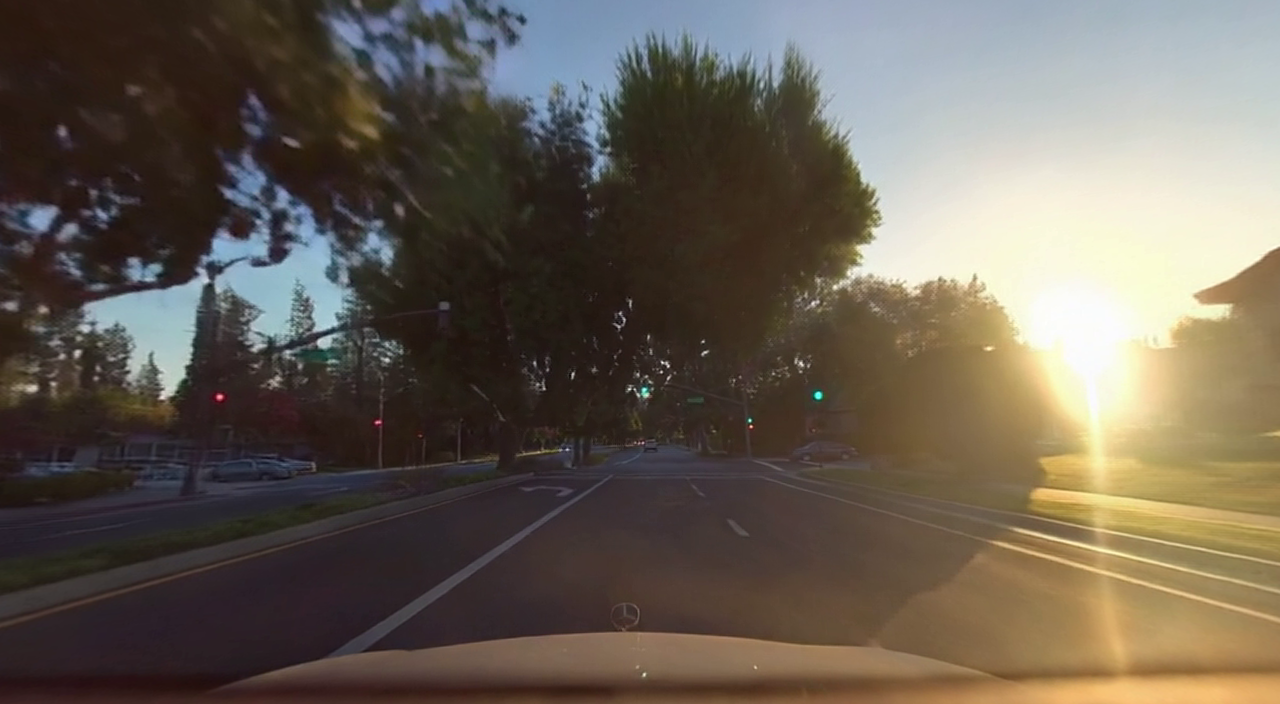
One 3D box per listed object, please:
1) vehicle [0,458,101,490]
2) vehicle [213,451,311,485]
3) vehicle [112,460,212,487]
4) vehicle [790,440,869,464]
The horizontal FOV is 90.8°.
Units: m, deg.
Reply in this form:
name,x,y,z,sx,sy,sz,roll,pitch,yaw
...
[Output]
name,x,y,z,sx,sy,sz,roll,pitch,yaw
vehicle,-35.056,7.181,37.437,4.516,1.756,2.201,-2,-9,9
vehicle,-21.873,6.713,36.667,4.445,1.805,1.944,-2,-8,3
vehicle,-28.224,7.175,37.392,4.505,1.460,1.929,-1,-9,6
vehicle,12.612,6.696,42.181,4.611,1.505,2.029,0,-9,0
